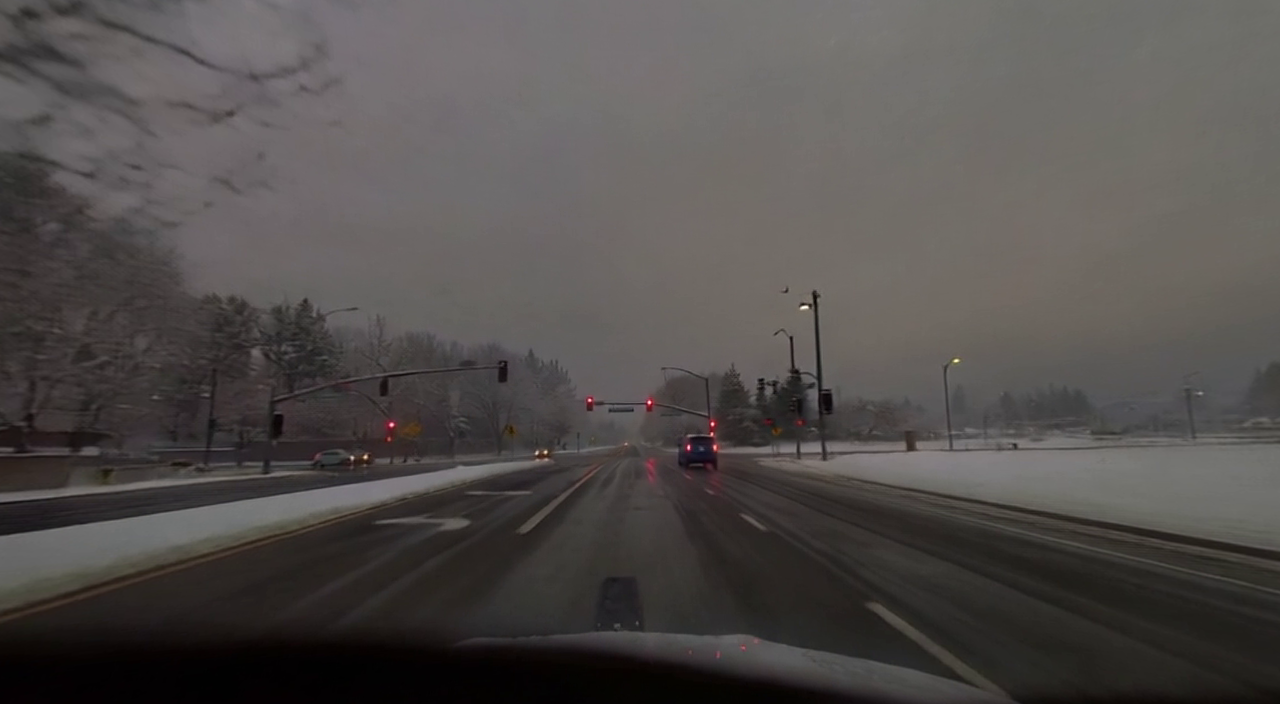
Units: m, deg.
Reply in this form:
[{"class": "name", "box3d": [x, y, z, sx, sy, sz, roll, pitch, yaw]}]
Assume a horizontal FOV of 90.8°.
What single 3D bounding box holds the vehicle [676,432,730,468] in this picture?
[{"class": "vehicle", "box3d": [3.321, 5.328, 34.294, 2.229, 1.795, 4.927, 0, -9, -2]}]
